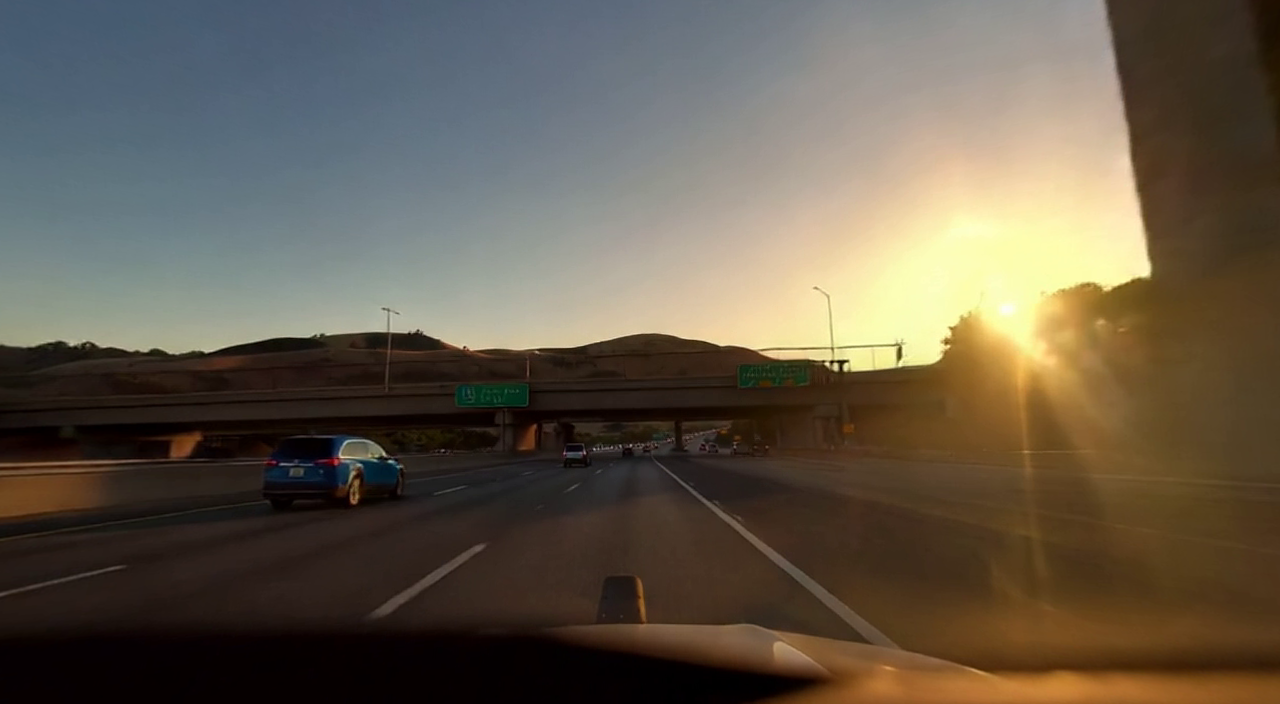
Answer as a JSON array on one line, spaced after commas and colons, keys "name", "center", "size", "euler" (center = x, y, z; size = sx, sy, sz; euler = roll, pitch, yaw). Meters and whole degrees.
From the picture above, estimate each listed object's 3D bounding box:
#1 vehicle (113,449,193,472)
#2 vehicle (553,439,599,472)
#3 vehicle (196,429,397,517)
[{"name": "vehicle", "center": [-33.761, 7.516, 43.821], "size": [1.775, 1.506, 4.629], "euler": [0, -9, 0]}, {"name": "vehicle", "center": [-3.732, 6.182, 37.705], "size": [2.144, 1.847, 4.850], "euler": [0, -9, 1]}, {"name": "vehicle", "center": [-7.756, 2.770, 14.908], "size": [2.092, 1.712, 4.627], "euler": [0, -9, 0]}]
